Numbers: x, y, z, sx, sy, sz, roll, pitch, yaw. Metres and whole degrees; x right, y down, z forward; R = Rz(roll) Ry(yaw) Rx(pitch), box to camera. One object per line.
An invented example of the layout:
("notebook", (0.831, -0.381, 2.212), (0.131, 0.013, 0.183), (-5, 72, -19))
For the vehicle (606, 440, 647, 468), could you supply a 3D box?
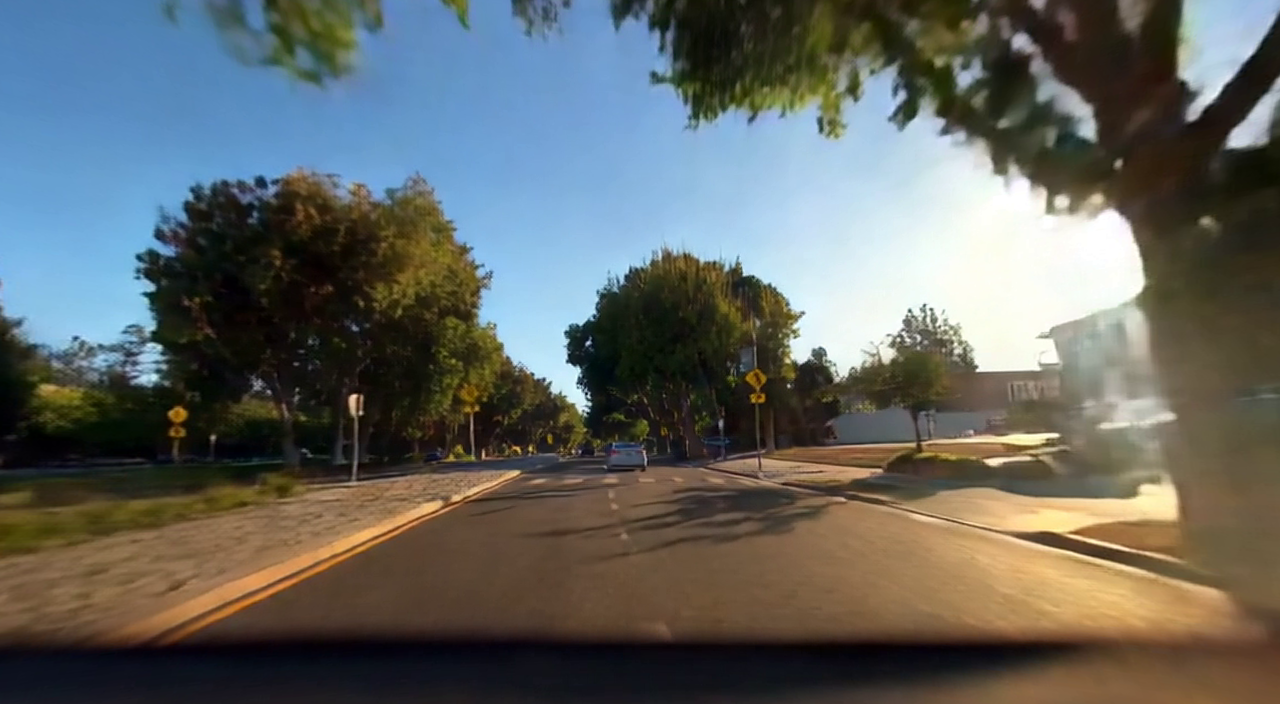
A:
("vehicle", (-0.852, 5.921, 36.861), (2.142, 1.501, 4.273), (0, -8, -5))
